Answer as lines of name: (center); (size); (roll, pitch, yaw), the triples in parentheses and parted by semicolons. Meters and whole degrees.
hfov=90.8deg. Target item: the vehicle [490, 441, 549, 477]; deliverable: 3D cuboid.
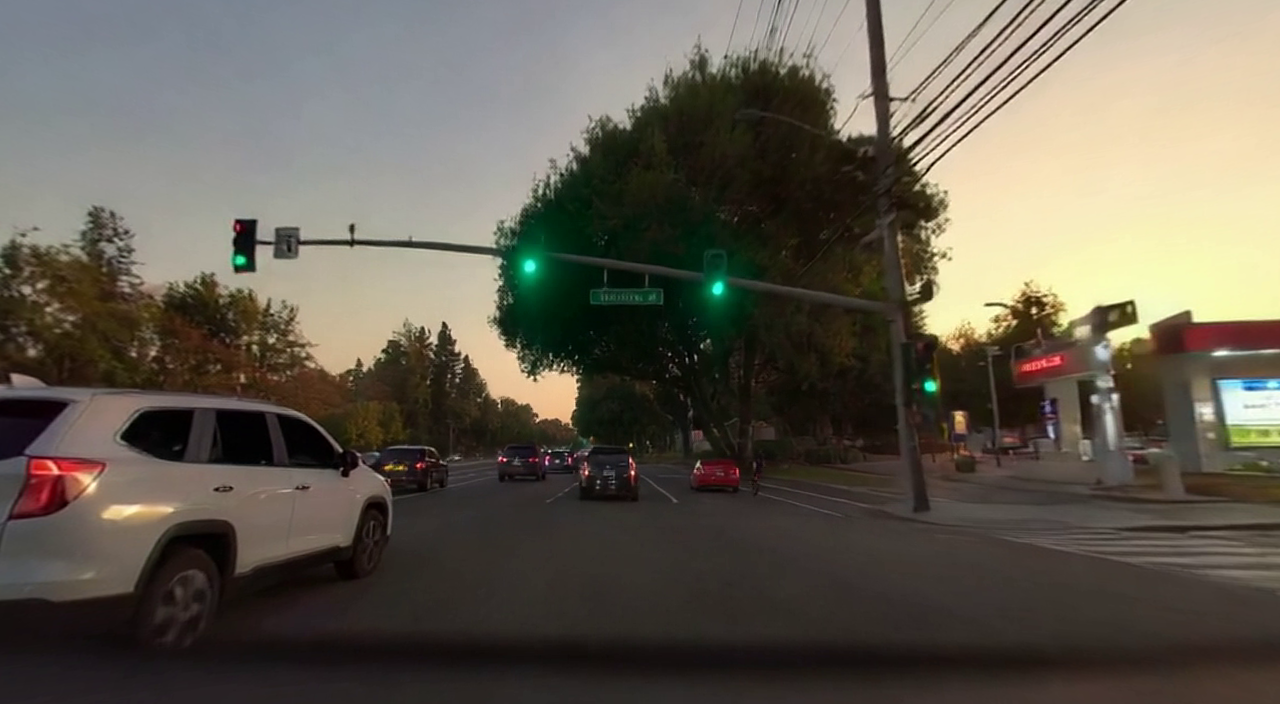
vehicle: (-6.867, 6.142, 36.542); (2.385, 1.918, 5.056); (0, -8, 0)

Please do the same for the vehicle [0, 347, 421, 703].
vehicle: (-3.464, 1.125, 4.889); (1.922, 1.642, 4.547); (0, -8, 0)

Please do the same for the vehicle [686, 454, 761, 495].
vehicle: (2.988, 4.489, 23.582); (2.065, 1.302, 4.416); (0, -8, -1)

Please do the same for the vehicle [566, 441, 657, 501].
vehicle: (-0.672, 3.167, 17.285); (2.189, 1.437, 4.135); (0, -8, 0)
